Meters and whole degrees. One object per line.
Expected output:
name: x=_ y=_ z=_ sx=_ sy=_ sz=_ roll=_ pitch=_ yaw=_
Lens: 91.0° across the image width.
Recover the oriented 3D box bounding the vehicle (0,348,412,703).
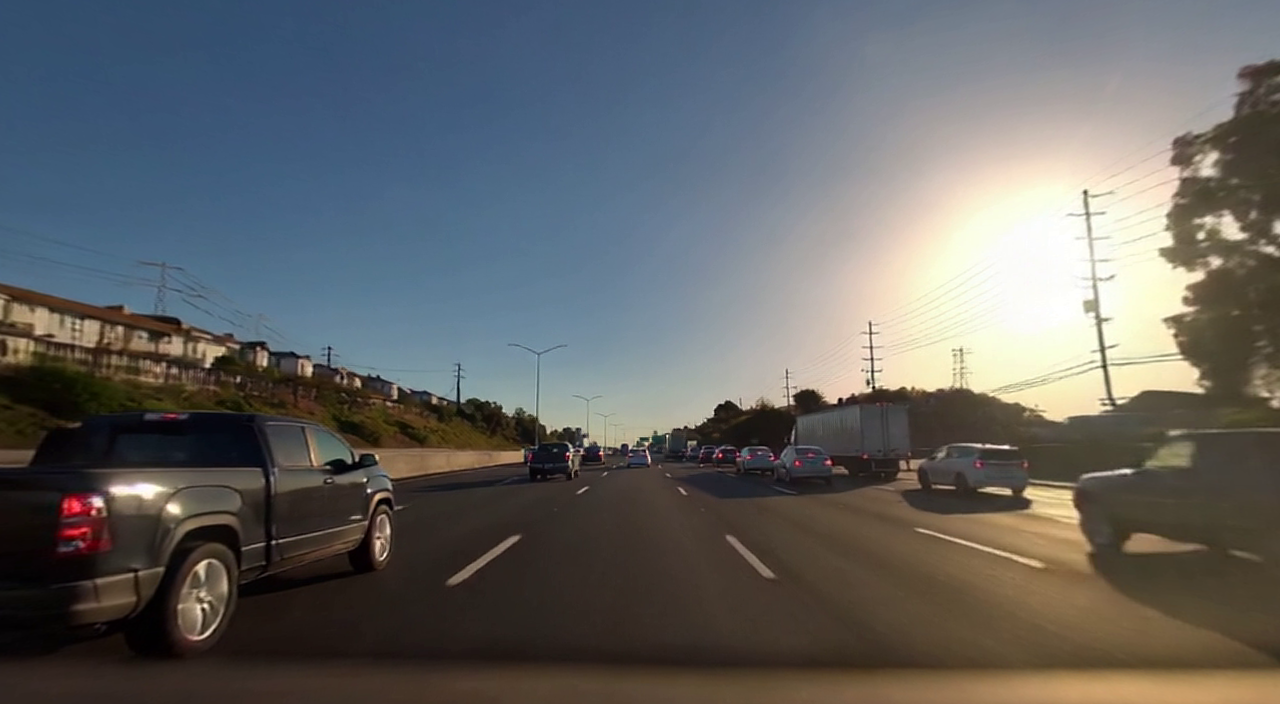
vehicle: x=-3.491 y=1.127 z=4.338 sx=2.127 sy=1.705 sz=4.374 roll=0 pitch=-8 yaw=1

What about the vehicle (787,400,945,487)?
vehicle: x=10.374 y=4.516 z=31.070 sx=3.442 sy=3.405 sz=11.948 roll=0 pitch=-8 yaw=0

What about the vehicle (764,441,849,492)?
vehicle: x=5.649 y=3.905 z=21.925 sx=1.956 sy=1.576 sz=4.211 roll=0 pitch=-9 yaw=3

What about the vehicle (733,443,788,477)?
vehicle: x=6.081 y=5.491 z=32.295 sx=1.989 sy=1.642 sz=4.082 roll=0 pitch=-8 yaw=0

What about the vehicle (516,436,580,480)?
vehicle: x=-4.122 y=4.843 z=28.992 sx=2.147 sy=1.825 sz=4.602 roll=0 pitch=-8 yaw=1

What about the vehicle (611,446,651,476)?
vehicle: x=-0.465 y=5.909 z=34.467 sx=2.060 sy=1.508 sz=4.308 roll=0 pitch=-8 yaw=0

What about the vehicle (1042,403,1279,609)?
vehicle: x=6.260 y=1.387 z=5.995 sx=2.058 sy=1.667 sz=4.209 roll=0 pitch=-8 yaw=0

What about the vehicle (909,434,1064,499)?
vehicle: x=10.569 y=3.515 z=19.748 sx=2.046 sy=1.754 sz=4.862 roll=0 pitch=-9 yaw=-1
